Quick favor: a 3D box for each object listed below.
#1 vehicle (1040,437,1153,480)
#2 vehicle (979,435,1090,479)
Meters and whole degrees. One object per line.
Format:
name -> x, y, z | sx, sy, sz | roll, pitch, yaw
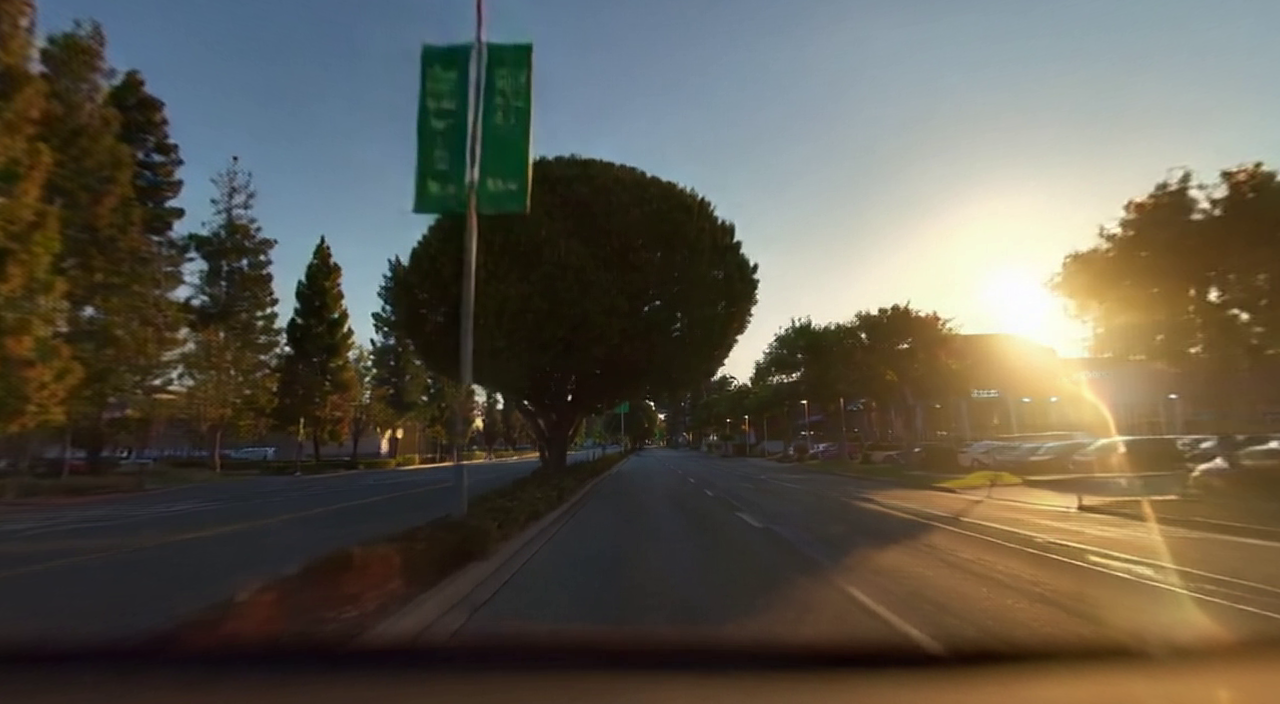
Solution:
vehicle -> 19.521, 4.523, 27.205 | 1.859, 1.643, 4.091 | -1, -7, 1
vehicle -> 17.001, 4.509, 27.459 | 1.882, 1.699, 4.367 | -1, -8, -1
